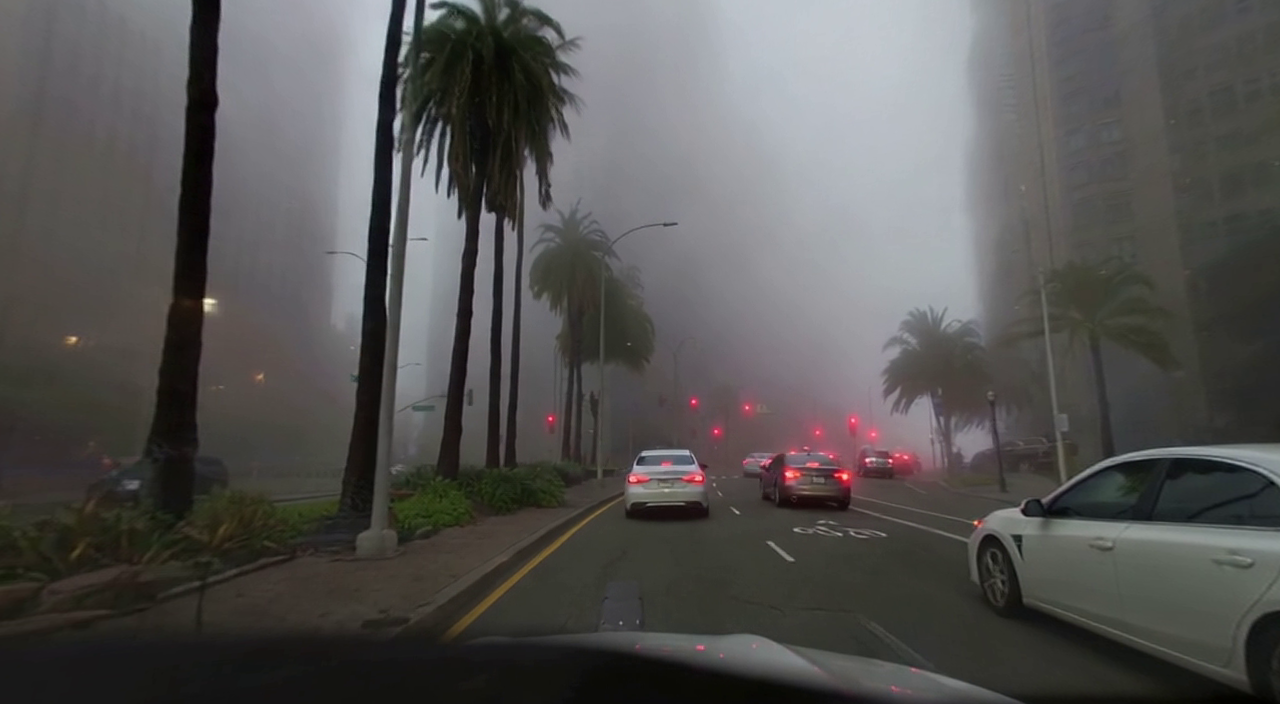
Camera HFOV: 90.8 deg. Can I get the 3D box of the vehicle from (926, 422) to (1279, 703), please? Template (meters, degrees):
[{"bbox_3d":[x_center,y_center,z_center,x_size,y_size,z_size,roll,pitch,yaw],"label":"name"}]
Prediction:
[{"bbox_3d":[3.688,1.227,3.918,1.913,1.469,4.425,-1,-9,3],"label":"vehicle"}]

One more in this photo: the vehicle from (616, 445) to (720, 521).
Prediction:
[{"bbox_3d":[0.696,2.908,14.555,2.078,1.503,3.681,-1,-9,4],"label":"vehicle"}]

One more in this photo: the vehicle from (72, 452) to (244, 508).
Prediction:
[{"bbox_3d":[-16.495,4.355,22.004,2.078,1.662,4.436,-2,-9,9],"label":"vehicle"}]

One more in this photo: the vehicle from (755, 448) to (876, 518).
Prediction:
[{"bbox_3d":[4.203,3.170,15.940,1.920,1.490,4.417,-1,-9,2],"label":"vehicle"}]
